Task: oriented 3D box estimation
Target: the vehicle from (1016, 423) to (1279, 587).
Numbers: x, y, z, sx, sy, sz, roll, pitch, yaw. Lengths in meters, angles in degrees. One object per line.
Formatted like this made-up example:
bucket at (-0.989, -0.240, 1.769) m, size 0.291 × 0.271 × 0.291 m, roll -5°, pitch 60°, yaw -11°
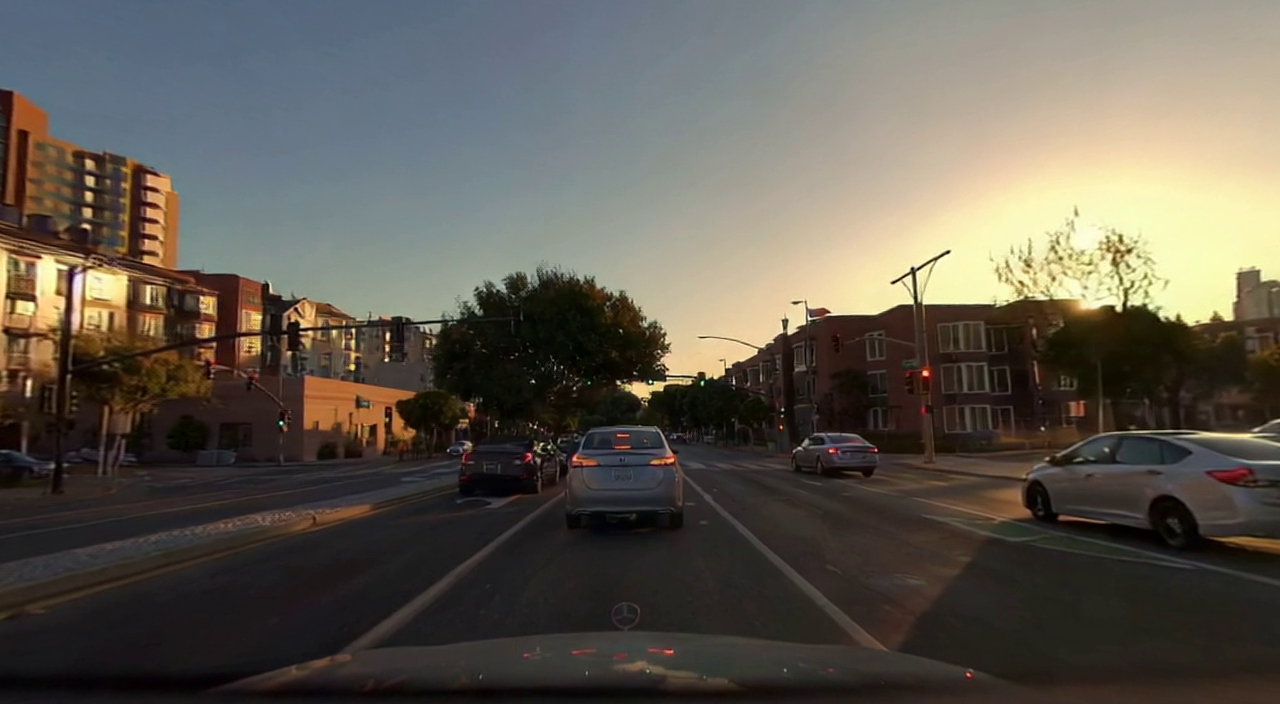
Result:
vehicle at (6.454, 1.582, 7.171) m, size 1.768 × 1.417 × 4.213 m, roll 0°, pitch -9°, yaw 0°

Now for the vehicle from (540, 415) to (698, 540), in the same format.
vehicle at (-0.293, 1.904, 10.137) m, size 2.032 × 1.593 × 3.896 m, roll 0°, pitch -9°, yaw -1°

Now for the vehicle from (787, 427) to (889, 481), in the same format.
vehicle at (6.469, 3.404, 21.208) m, size 1.963 × 1.611 × 4.359 m, roll 0°, pitch -9°, yaw -1°
